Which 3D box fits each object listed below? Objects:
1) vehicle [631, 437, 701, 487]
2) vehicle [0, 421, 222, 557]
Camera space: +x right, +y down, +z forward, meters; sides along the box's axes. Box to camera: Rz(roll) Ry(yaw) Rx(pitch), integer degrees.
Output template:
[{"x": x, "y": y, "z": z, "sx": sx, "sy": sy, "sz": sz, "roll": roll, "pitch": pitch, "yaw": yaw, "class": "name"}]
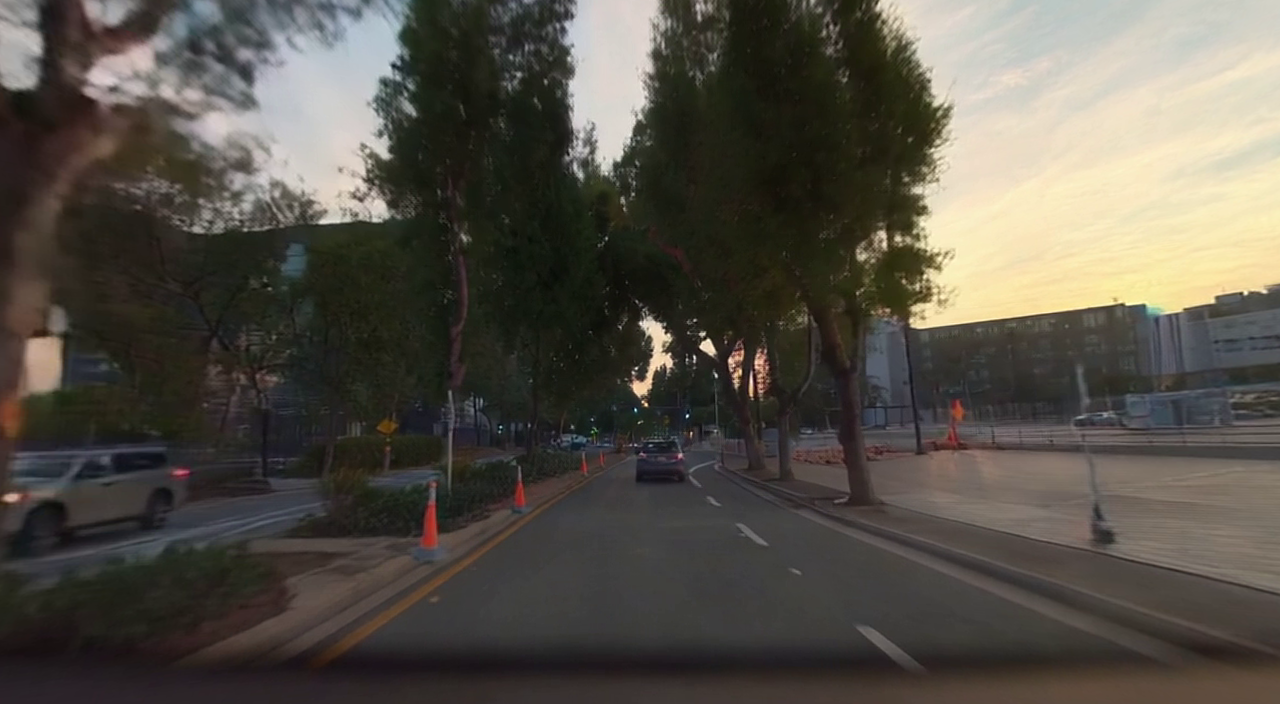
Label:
[{"x": 0.870, "y": 3.667, "z": 21.393, "sx": 2.114, "sy": 1.493, "sz": 4.430, "roll": 0, "pitch": -8, "yaw": 2, "class": "vehicle"}, {"x": -11.135, "y": 2.481, "z": 12.168, "sx": 2.349, "sy": 2.106, "sz": 5.464, "roll": 0, "pitch": -8, "yaw": 0, "class": "vehicle"}]
